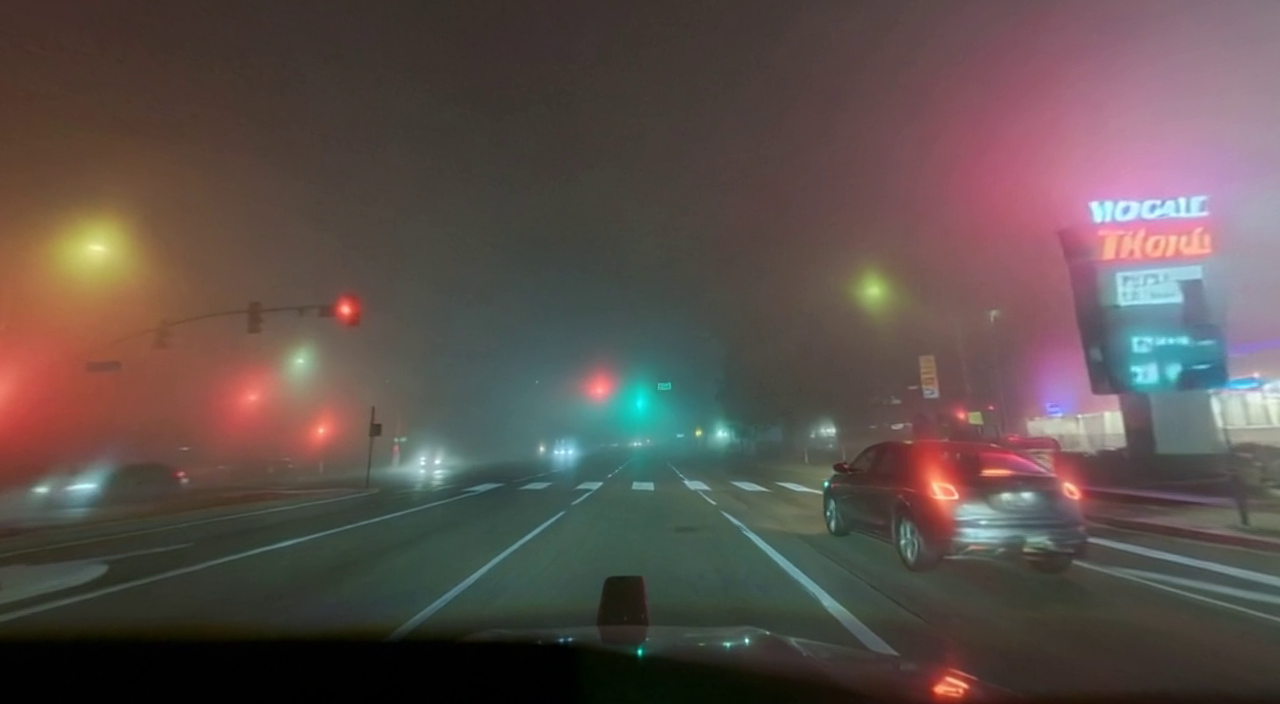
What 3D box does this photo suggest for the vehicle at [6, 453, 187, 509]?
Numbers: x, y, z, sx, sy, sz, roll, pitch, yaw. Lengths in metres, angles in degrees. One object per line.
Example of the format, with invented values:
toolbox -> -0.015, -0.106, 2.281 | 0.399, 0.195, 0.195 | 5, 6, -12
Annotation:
vehicle -> -18.186, 4.289, 21.507 | 1.899, 1.615, 4.784 | 0, -8, 0

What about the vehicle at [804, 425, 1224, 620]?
vehicle -> 3.501, 1.662, 7.283 | 1.870, 1.467, 4.800 | 0, -8, -1
